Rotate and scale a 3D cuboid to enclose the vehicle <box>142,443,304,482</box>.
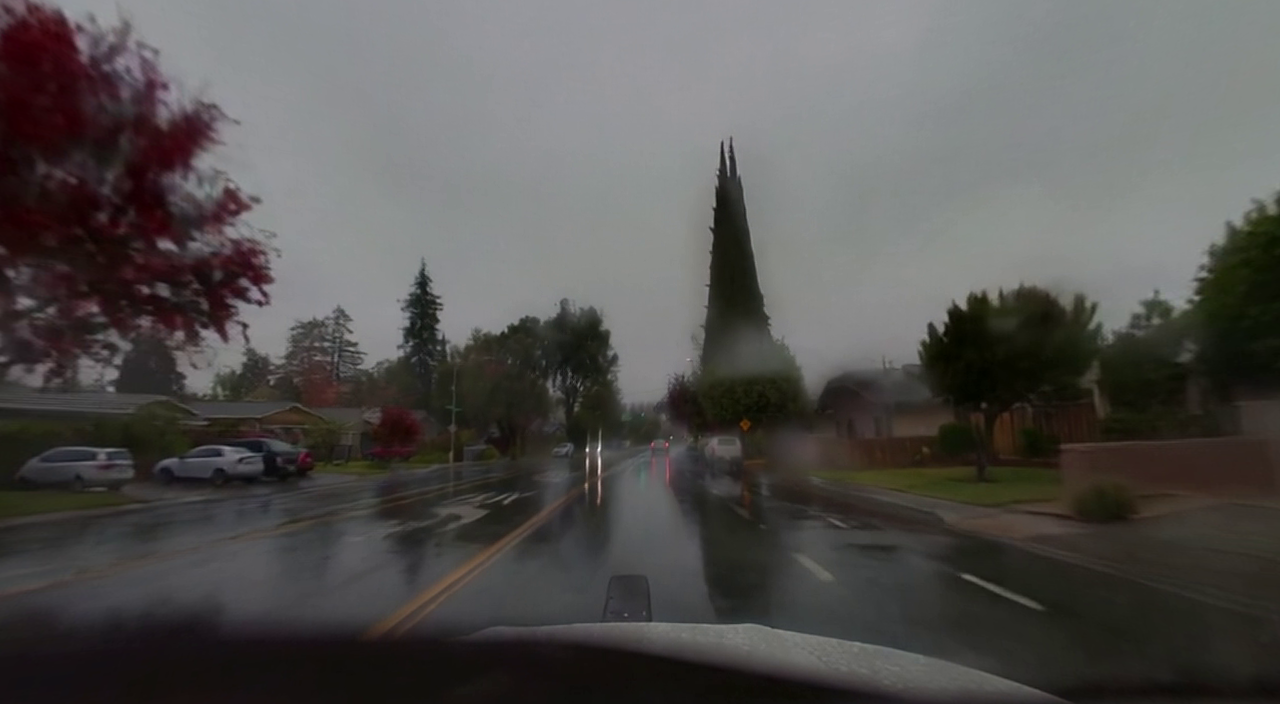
[{"bbox_3d":[-18.247,4.841,27.805,5.419,1.649,2.396,0,-8,1],"label":"vehicle"}]

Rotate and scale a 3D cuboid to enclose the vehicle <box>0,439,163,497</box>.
[{"bbox_3d":[-18.922,3.839,21.197,4.372,1.745,2.017,6,-10,-35],"label":"vehicle"}]

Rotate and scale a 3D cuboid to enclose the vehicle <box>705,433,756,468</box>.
[{"bbox_3d":[5.258,5.837,37.473,2.233,1.887,5.347,0,-8,0],"label":"vehicle"}]
